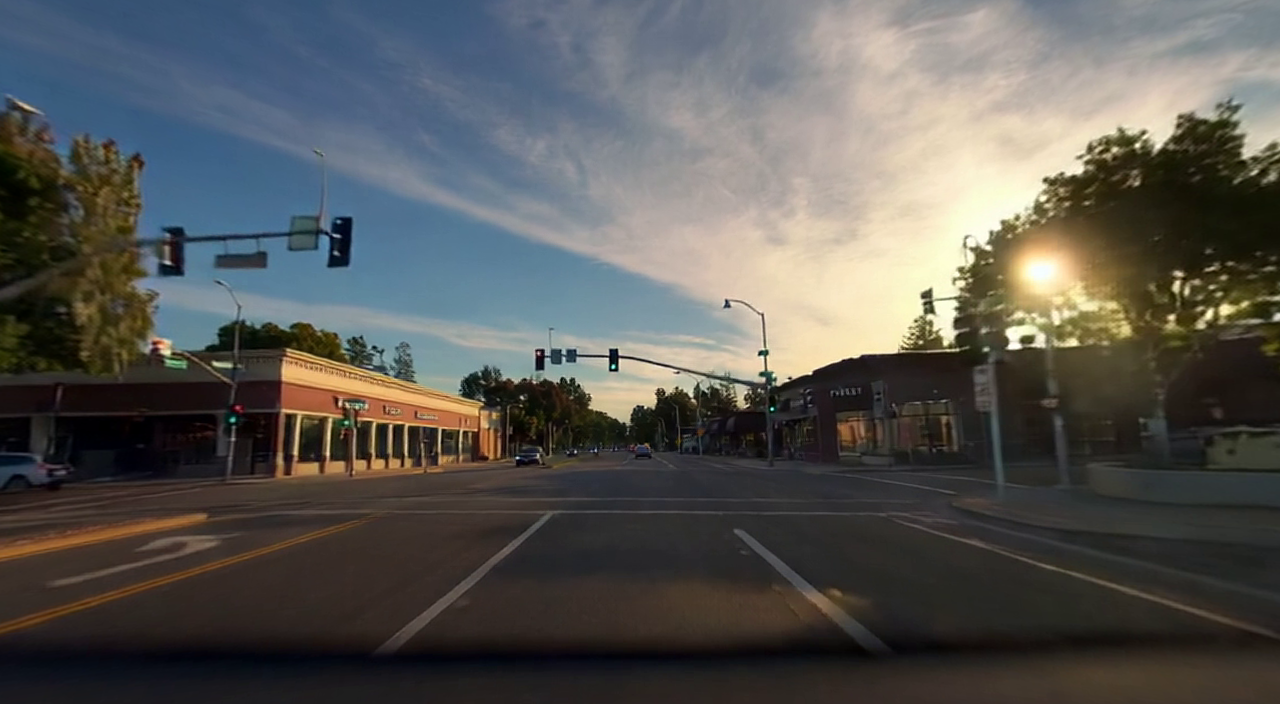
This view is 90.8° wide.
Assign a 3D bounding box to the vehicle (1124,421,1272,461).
[{"bbox_3d":[26.496,4.242,30.158,4.797,1.792,2.345,0,-8,-1],"label":"vehicle"}]

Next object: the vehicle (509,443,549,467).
[{"bbox_3d":[-7.659,7.169,43.893,2.011,1.490,4.472,-3,-10,-1],"label":"vehicle"}]

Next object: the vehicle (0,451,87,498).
[{"bbox_3d":[-25.226,4.820,24.948,4.727,1.719,2.095,0,-8,1],"label":"vehicle"}]
